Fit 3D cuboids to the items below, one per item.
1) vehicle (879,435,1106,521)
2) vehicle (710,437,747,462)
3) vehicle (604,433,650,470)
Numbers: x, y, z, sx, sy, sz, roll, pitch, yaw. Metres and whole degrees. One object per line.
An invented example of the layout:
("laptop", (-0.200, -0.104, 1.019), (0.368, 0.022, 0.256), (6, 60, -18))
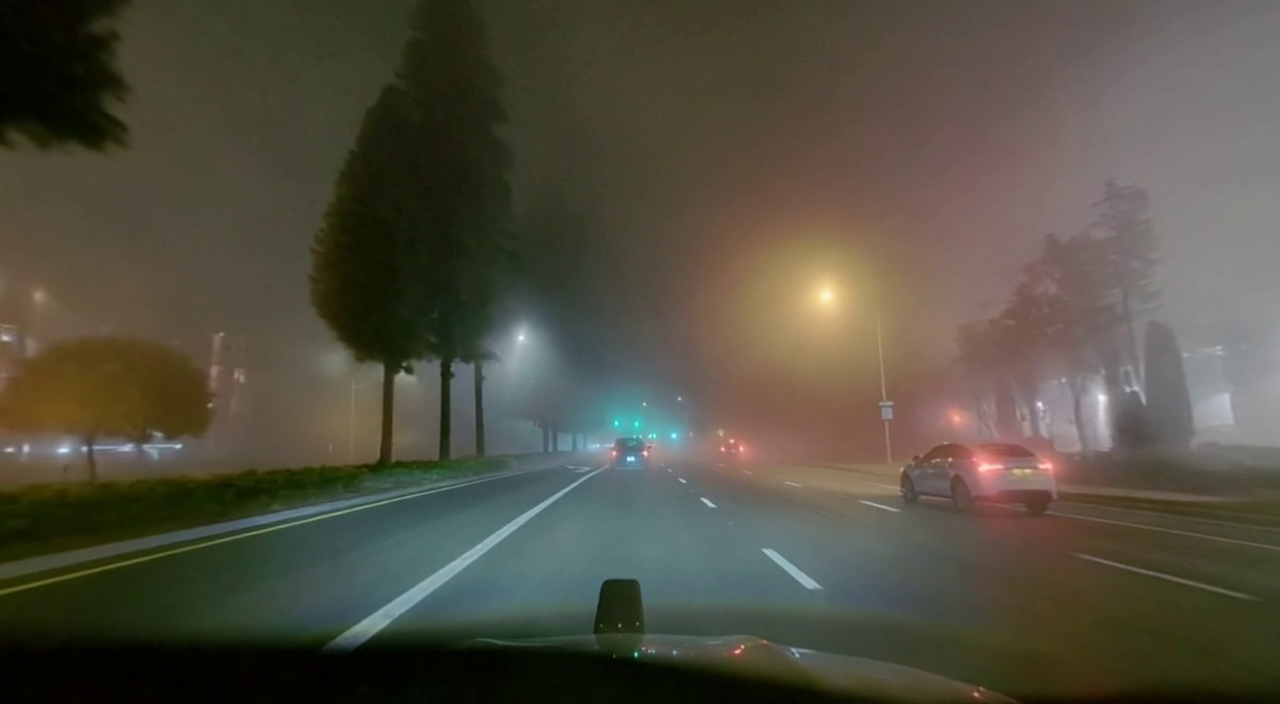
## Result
("vehicle", (6.952, 2.514, 13.189), (2.139, 1.471, 4.393), (0, -8, -1))
("vehicle", (6.646, 7.371, 47.763), (2.026, 1.804, 4.565), (0, -8, -1))
("vehicle", (-0.625, 5.170, 32.902), (2.193, 1.794, 4.457), (0, -8, 0))
